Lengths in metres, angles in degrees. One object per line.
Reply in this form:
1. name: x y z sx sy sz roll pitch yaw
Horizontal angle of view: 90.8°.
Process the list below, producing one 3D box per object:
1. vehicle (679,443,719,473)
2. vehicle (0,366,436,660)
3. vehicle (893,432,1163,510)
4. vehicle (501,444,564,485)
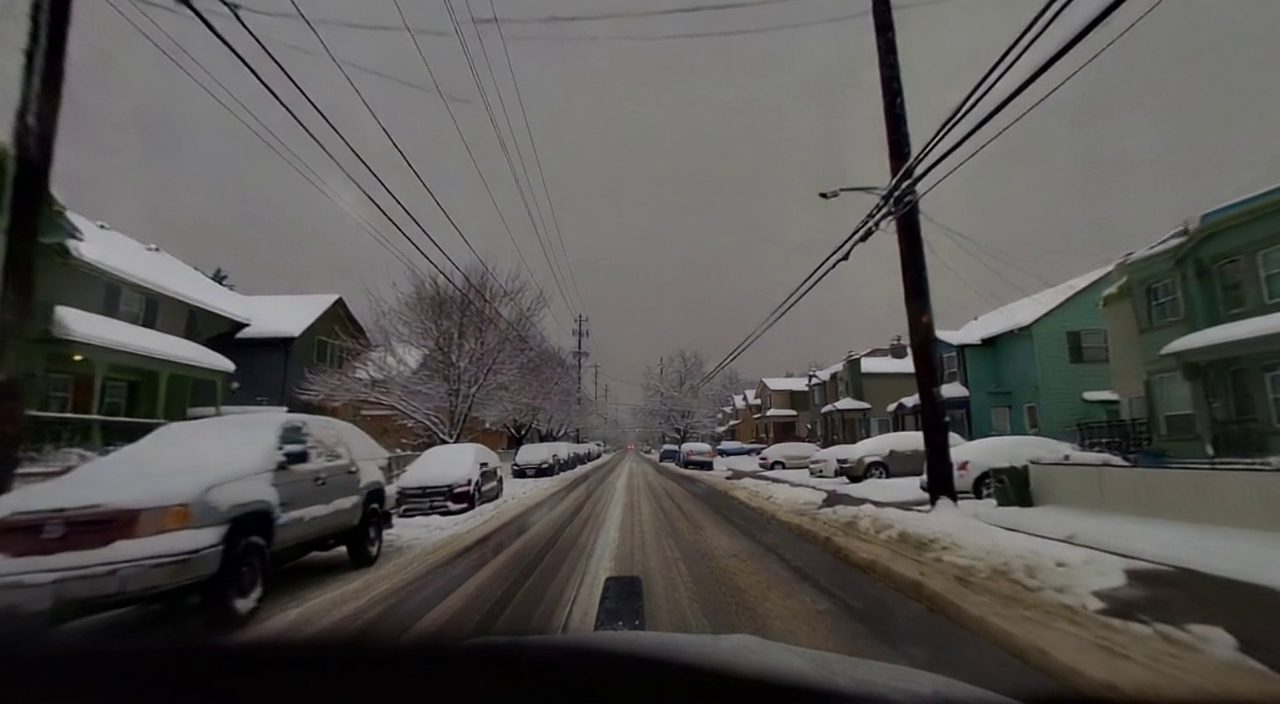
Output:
1. vehicle: 3.254 5.939 35.514 1.916 1.587 3.986 0 -9 0
2. vehicle: -4.017 1.408 6.664 2.057 1.887 5.053 0 -9 -1
3. vehicle: 8.122 2.494 13.544 4.594 1.512 1.824 0 -8 -2
4. vehicle: -4.222 4.468 25.464 1.745 1.490 4.304 0 -9 0
